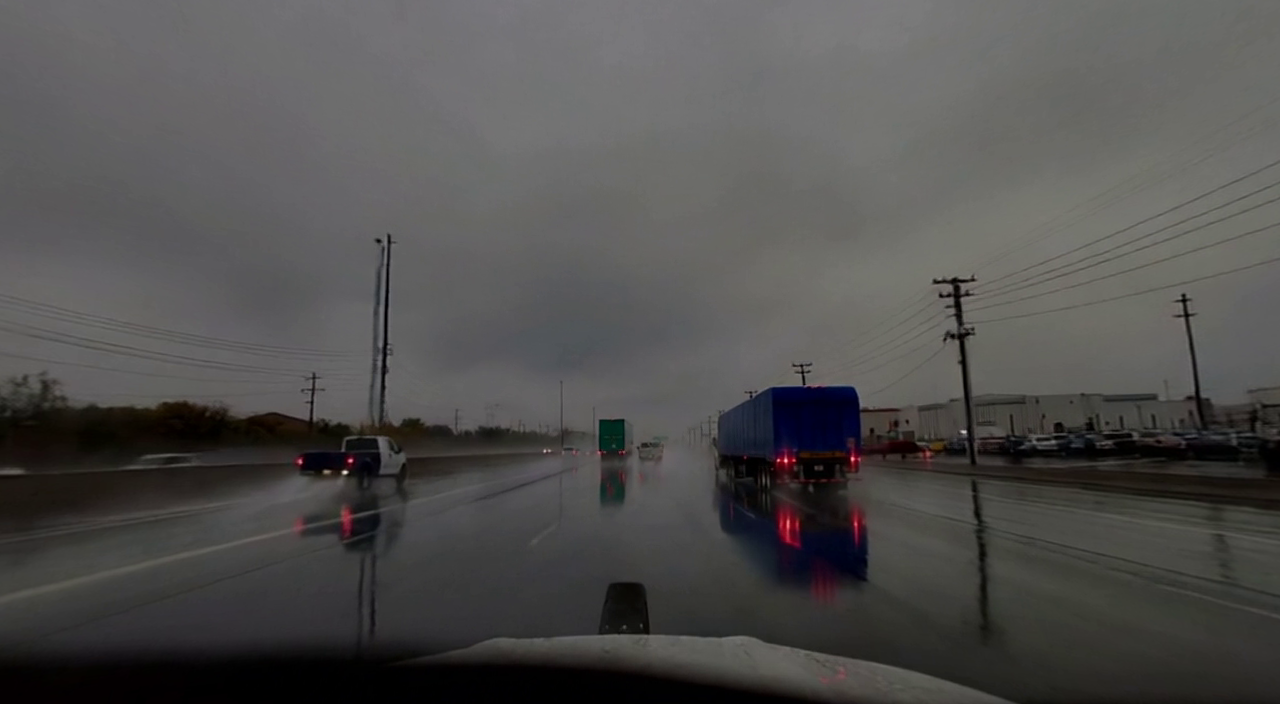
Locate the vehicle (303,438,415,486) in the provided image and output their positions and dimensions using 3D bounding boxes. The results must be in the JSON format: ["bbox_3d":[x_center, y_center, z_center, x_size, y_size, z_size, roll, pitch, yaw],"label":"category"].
[{"bbox_3d":[-10.829,4.255,24.748,2.097,1.673,4.730,0,-8,2],"label":"vehicle"}]

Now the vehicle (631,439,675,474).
[{"bbox_3d":[0.709,5.837,35.503,2.279,1.837,4.747,0,-8,0],"label":"vehicle"}]

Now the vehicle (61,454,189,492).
[{"bbox_3d":[-23.813,5.576,29.454,1.994,1.532,4.674,0,-8,0],"label":"vehicle"}]
